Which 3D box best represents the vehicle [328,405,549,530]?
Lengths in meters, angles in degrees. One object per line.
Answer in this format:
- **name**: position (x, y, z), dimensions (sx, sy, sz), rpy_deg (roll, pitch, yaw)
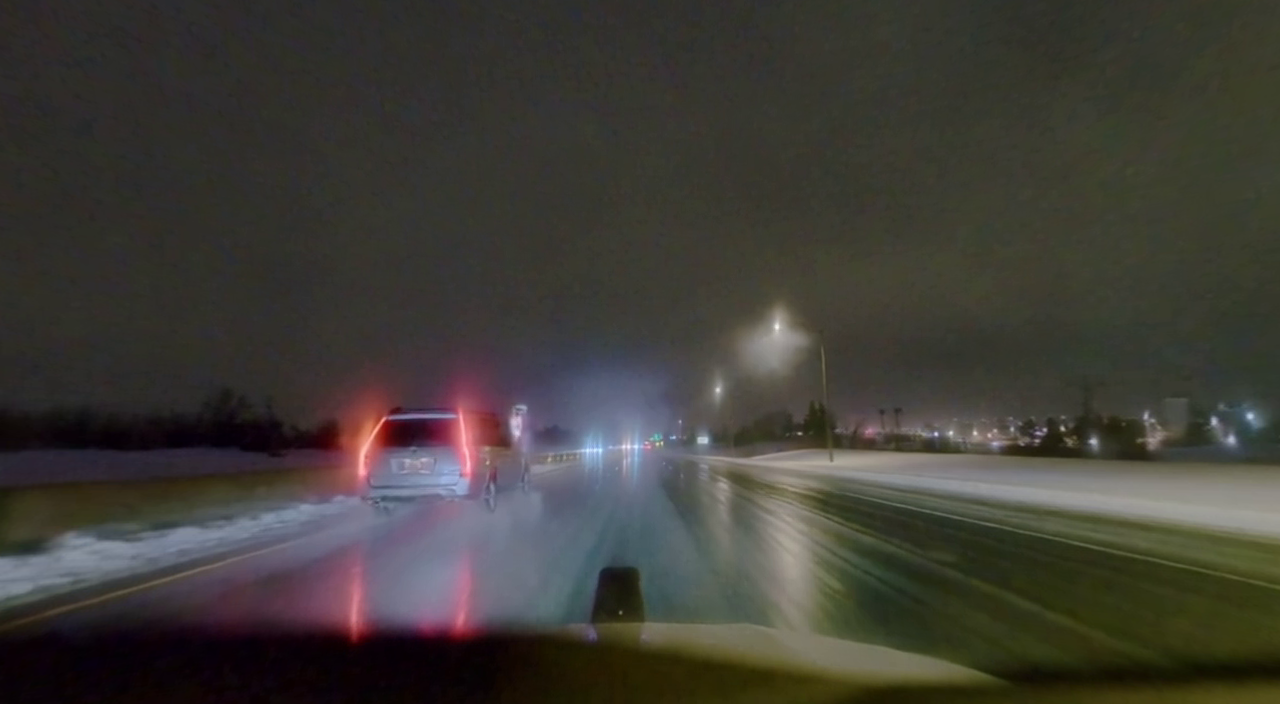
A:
- **vehicle**: position (-3.547, 2.226, 12.723), dimensions (2.431, 1.928, 5.760), rpy_deg (0, -9, 1)
